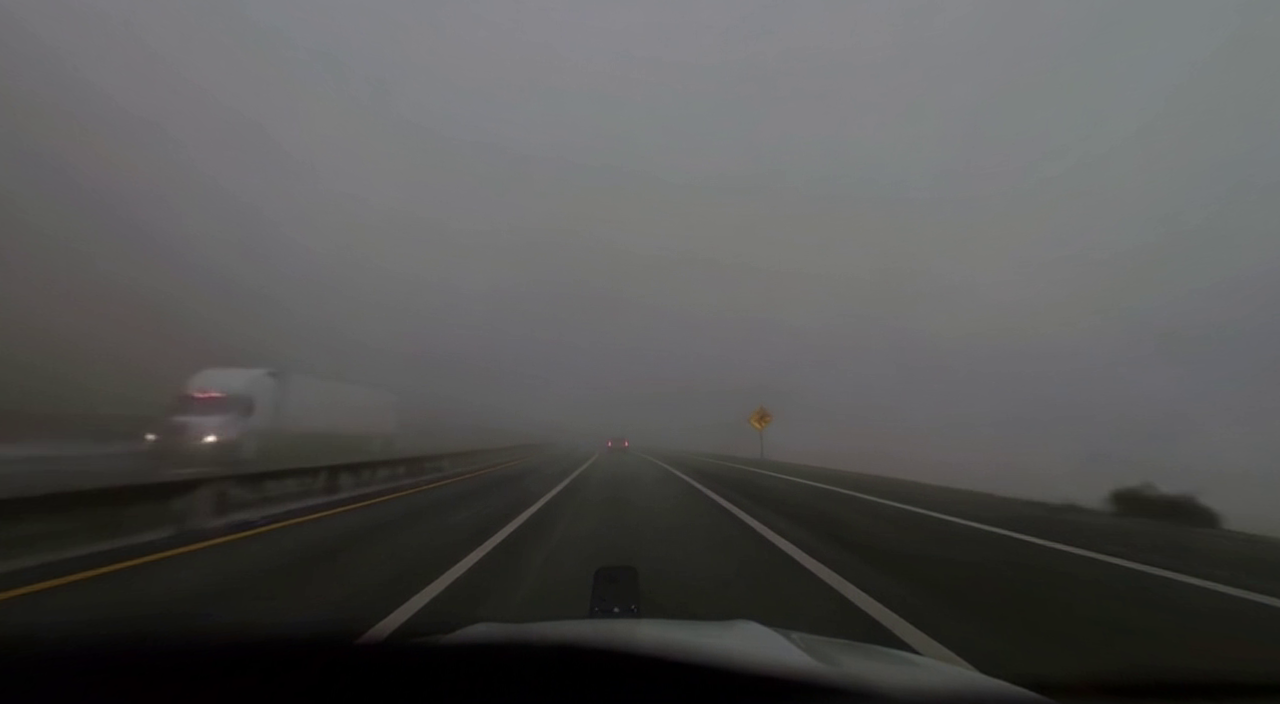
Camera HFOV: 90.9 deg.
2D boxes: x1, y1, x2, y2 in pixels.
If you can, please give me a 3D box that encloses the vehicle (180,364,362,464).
[{"bbox_3d":[-17.048,3.140,30.416,2.914,4.000,10.062,0,-8,-2],"label":"vehicle"}]
